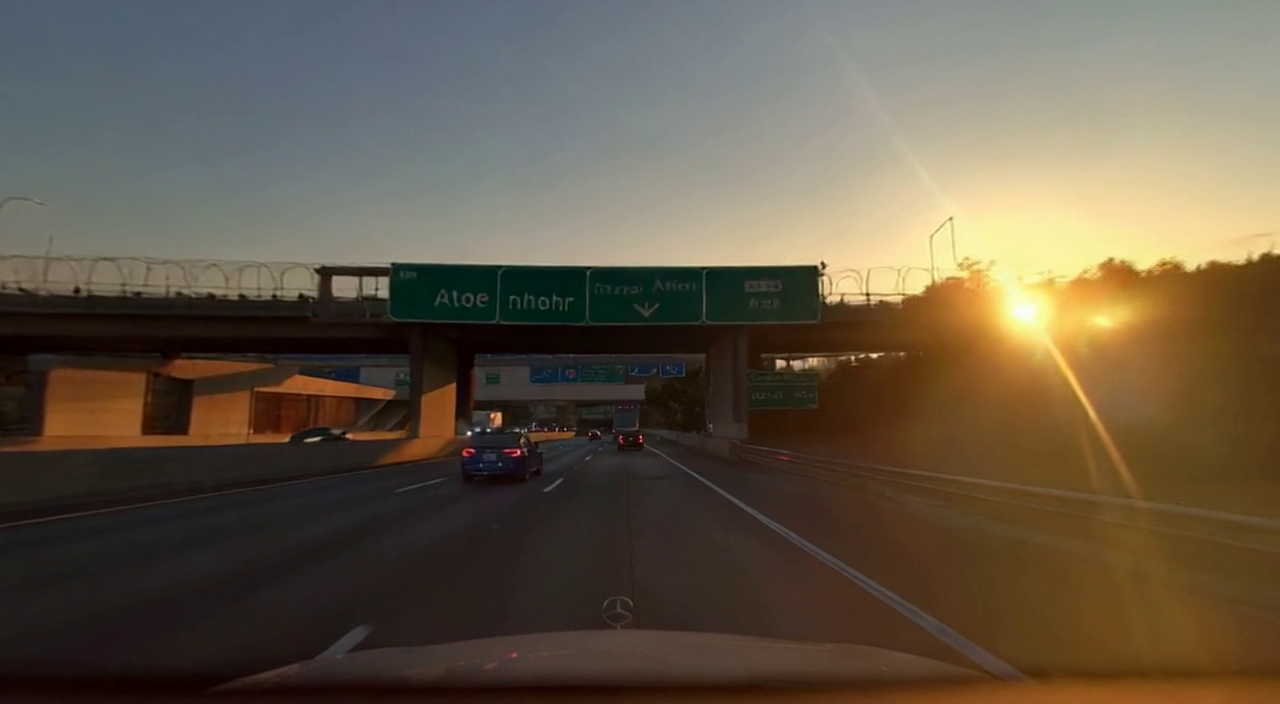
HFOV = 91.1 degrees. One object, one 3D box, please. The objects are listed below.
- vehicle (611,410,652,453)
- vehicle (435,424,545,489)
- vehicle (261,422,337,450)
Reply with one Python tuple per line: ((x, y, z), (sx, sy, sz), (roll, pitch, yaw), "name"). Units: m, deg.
((-0.692, 5.484, 43.321), (2.418, 2.704, 6.445), (0, -8, -4), "vehicle")
((-3.782, 2.690, 16.589), (1.955, 1.508, 3.996), (0, -8, 0), "vehicle")
((-20.161, 4.997, 37.425), (1.897, 1.523, 4.794), (0, -8, -1), "vehicle")
